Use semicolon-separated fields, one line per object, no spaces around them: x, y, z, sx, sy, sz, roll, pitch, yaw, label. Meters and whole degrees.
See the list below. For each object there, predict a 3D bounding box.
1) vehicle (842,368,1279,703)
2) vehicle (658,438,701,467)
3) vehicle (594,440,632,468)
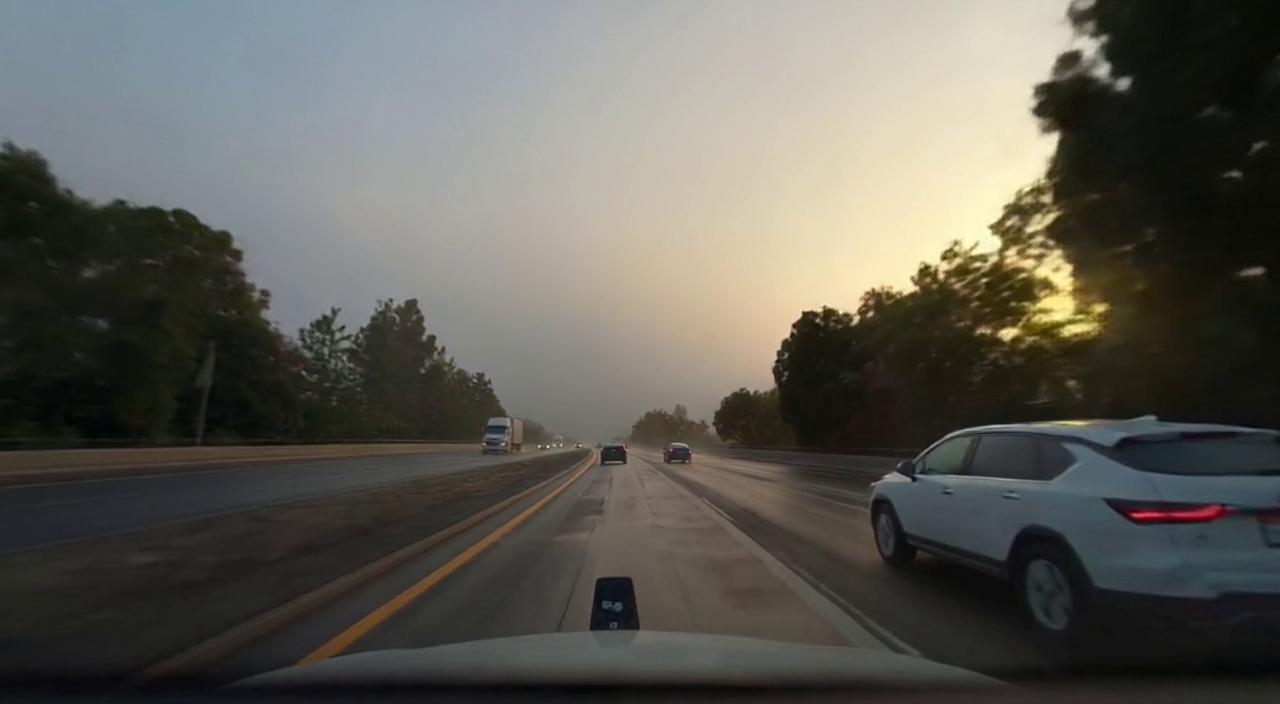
3.335;1.139;4.397;2.055;1.566;5.046;0;-8;-1;vehicle
2.229;5.801;36.544;2.146;1.546;3.796;0;-8;-1;vehicle
-1.632;6.147;38.303;2.178;1.559;4.254;0;-8;-3;vehicle
